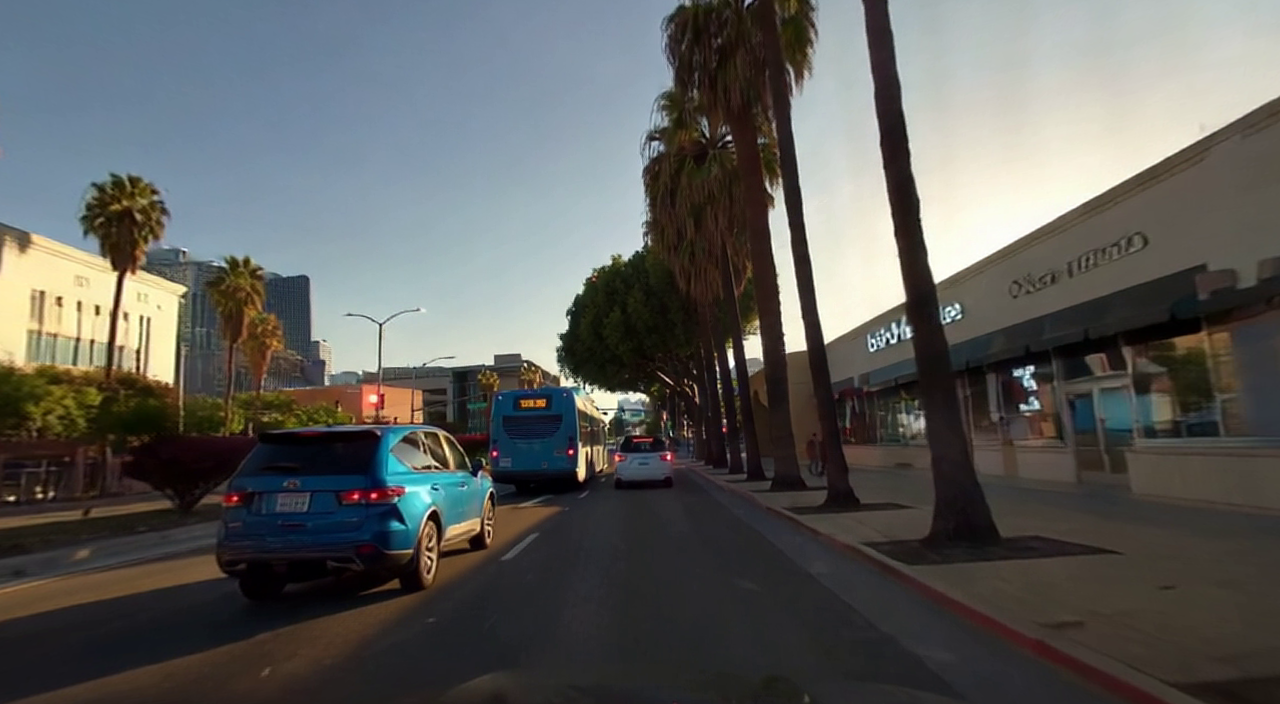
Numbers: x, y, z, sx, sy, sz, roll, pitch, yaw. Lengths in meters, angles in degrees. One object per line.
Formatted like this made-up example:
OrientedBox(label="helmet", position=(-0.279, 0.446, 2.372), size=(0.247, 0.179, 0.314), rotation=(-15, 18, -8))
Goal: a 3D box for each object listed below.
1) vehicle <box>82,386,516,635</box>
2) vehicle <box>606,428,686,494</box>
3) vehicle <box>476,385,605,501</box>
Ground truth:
OrientedBox(label="vehicle", position=(-2.948, 1.478, 6.959), size=(2.124, 1.799, 4.587), rotation=(0, -8, 1))
OrientedBox(label="vehicle", position=(0.188, 3.159, 18.671), size=(2.120, 1.727, 3.917), rotation=(0, -8, 1))
OrientedBox(label="vehicle", position=(-2.871, 2.995, 20.919), size=(2.775, 3.064, 8.297), rotation=(0, -8, 1))
